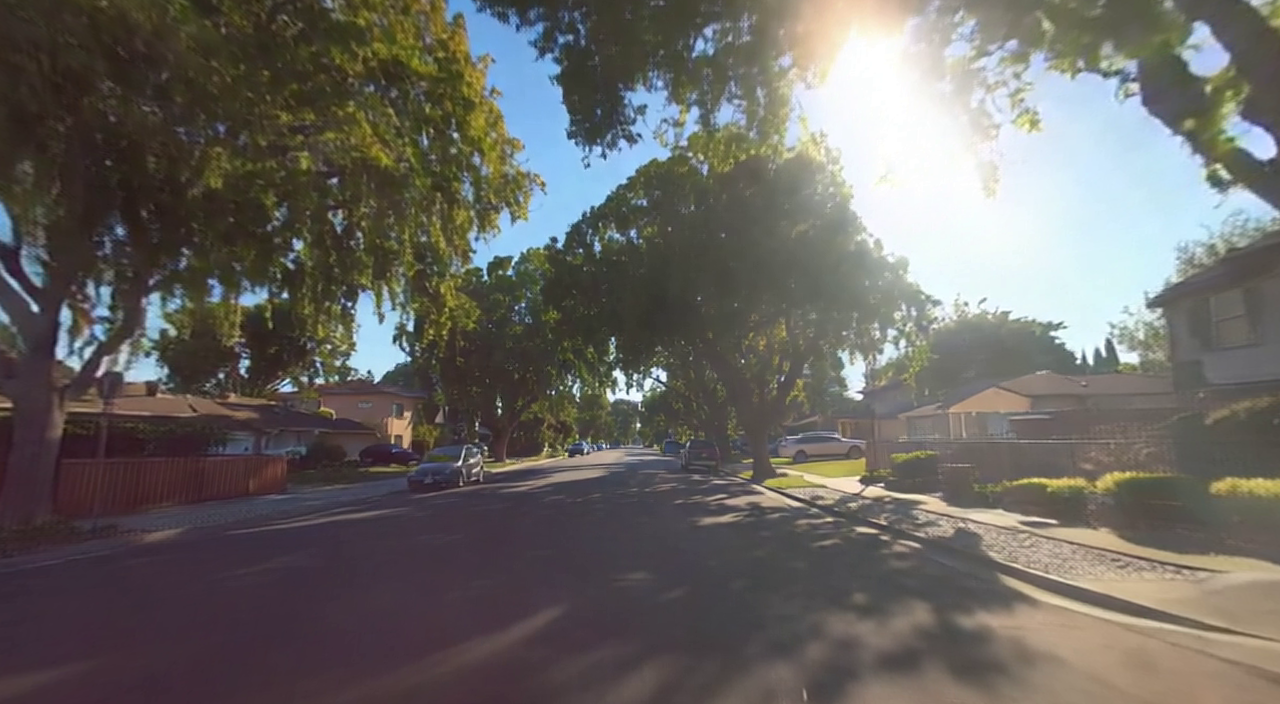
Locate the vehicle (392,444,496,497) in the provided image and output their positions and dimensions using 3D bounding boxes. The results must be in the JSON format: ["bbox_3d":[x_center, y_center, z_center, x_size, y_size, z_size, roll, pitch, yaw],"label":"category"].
[{"bbox_3d":[-6.510,3.939,21.551,2.099,1.399,4.357,-4,-7,1],"label":"vehicle"}]

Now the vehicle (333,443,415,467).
[{"bbox_3d":[-16.410,6.355,39.074,4.276,1.463,1.832,-1,-8,6],"label":"vehicle"}]

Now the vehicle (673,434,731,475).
[{"bbox_3d":[3.017,5.138,31.938,2.241,1.875,5.059,0,-8,-2],"label":"vehicle"}]

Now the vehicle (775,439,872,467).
[{"bbox_3d":[10.212,5.684,35.515,5.041,1.486,1.969,-2,-8,11],"label":"vehicle"}]
